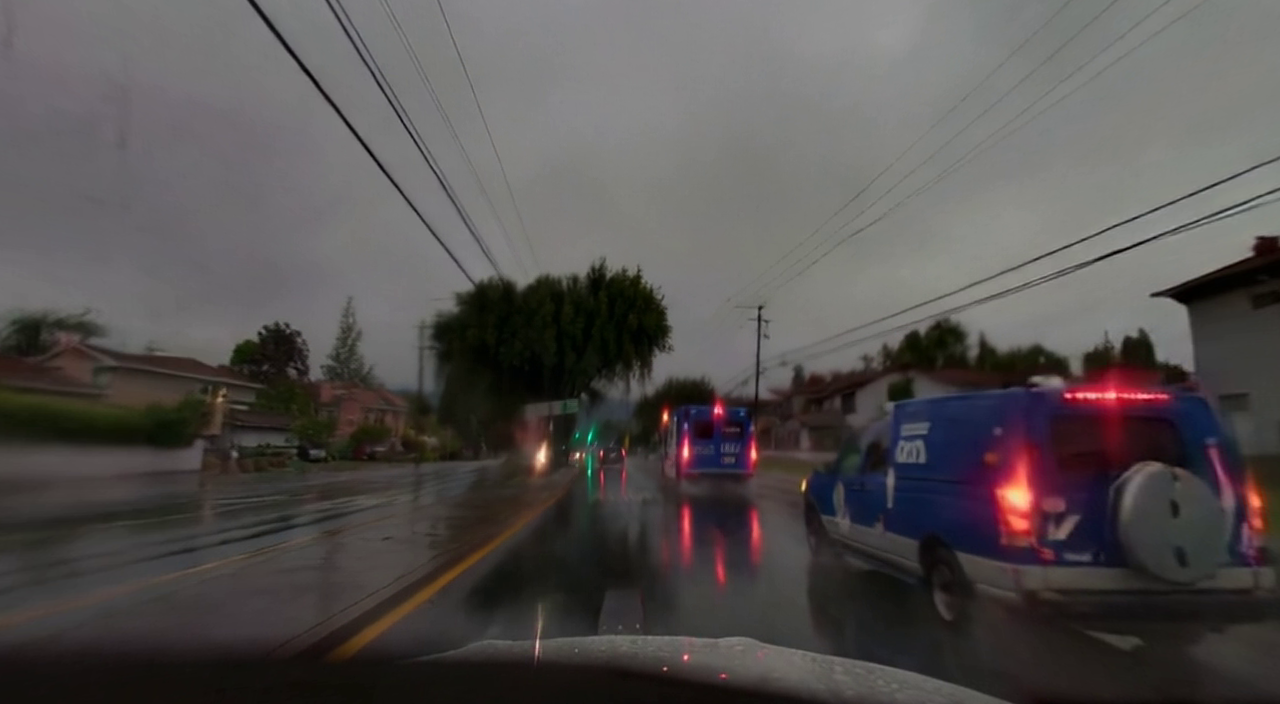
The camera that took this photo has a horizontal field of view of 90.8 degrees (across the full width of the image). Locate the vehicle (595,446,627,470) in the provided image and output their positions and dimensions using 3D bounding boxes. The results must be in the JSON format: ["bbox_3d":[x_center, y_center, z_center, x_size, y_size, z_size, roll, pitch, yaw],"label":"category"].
[{"bbox_3d":[-2.257,8.070,48.146,2.114,1.707,3.725,1,-8,-7],"label":"vehicle"}]

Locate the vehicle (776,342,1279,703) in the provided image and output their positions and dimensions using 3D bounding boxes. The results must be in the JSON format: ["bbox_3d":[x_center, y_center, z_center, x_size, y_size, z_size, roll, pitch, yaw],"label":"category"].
[{"bbox_3d":[2.954,1.239,5.628,2.194,1.922,4.822,0,-8,-3],"label":"vehicle"}]

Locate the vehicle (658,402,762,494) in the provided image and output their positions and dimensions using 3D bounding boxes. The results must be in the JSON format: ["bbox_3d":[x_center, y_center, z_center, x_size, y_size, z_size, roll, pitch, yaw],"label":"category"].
[{"bbox_3d":[2.138,3.209,21.368,2.406,2.687,5.521,1,-8,-5],"label":"vehicle"}]
